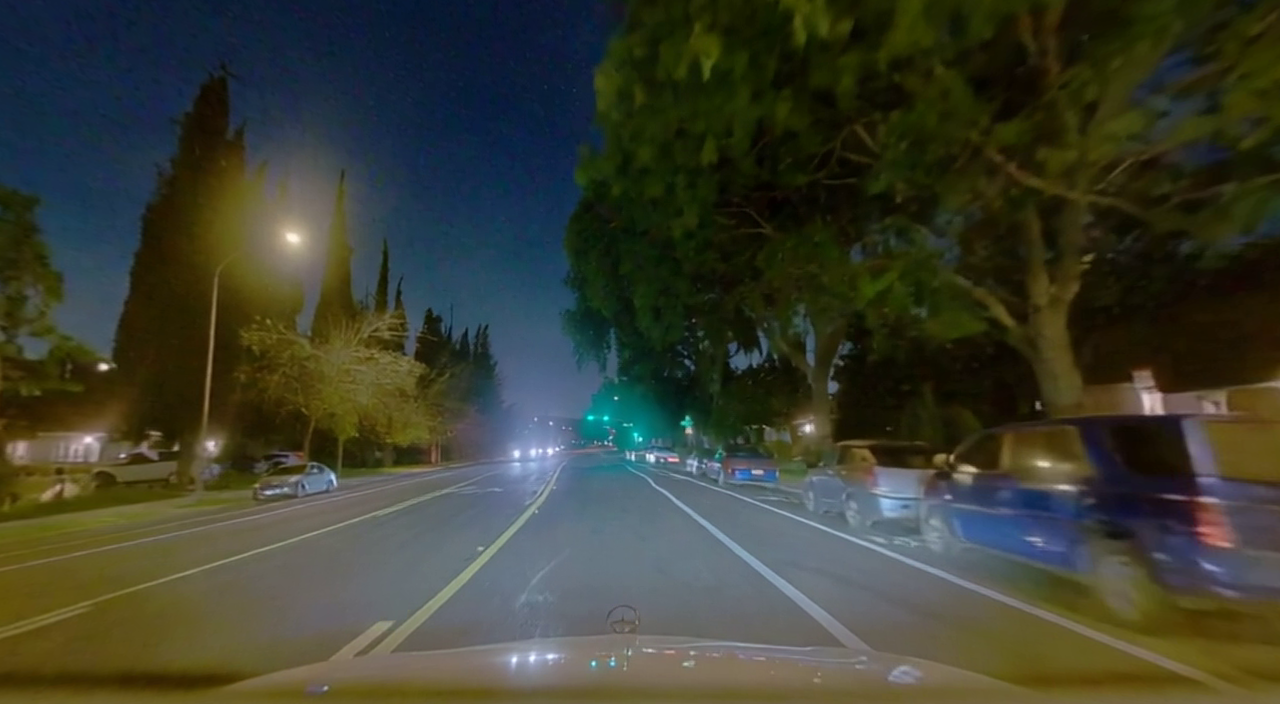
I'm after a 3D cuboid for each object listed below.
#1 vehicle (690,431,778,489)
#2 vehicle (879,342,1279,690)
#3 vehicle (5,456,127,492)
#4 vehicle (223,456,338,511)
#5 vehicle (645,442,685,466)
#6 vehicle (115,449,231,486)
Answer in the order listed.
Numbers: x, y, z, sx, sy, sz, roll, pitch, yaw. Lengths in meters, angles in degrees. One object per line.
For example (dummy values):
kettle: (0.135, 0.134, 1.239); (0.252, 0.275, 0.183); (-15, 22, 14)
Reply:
vehicle: (3.282, 3.894, 23.175); (2.348, 1.804, 5.207); (2, -8, -1)
vehicle: (4.458, 1.360, 6.059); (2.385, 1.932, 4.949); (4, -9, 0)
vehicle: (-30.670, 6.511, 33.749); (4.320, 1.728, 2.107); (1, -8, -3)
vehicle: (-12.654, 4.590, 22.481); (1.932, 1.468, 4.305); (-5, -8, -5)
vehicle: (1.717, 7.282, 45.151); (2.350, 1.579, 4.765); (2, -8, -4)
vehicle: (-25.324, 6.272, 34.266); (4.552, 1.857, 1.950); (1, -8, -4)
